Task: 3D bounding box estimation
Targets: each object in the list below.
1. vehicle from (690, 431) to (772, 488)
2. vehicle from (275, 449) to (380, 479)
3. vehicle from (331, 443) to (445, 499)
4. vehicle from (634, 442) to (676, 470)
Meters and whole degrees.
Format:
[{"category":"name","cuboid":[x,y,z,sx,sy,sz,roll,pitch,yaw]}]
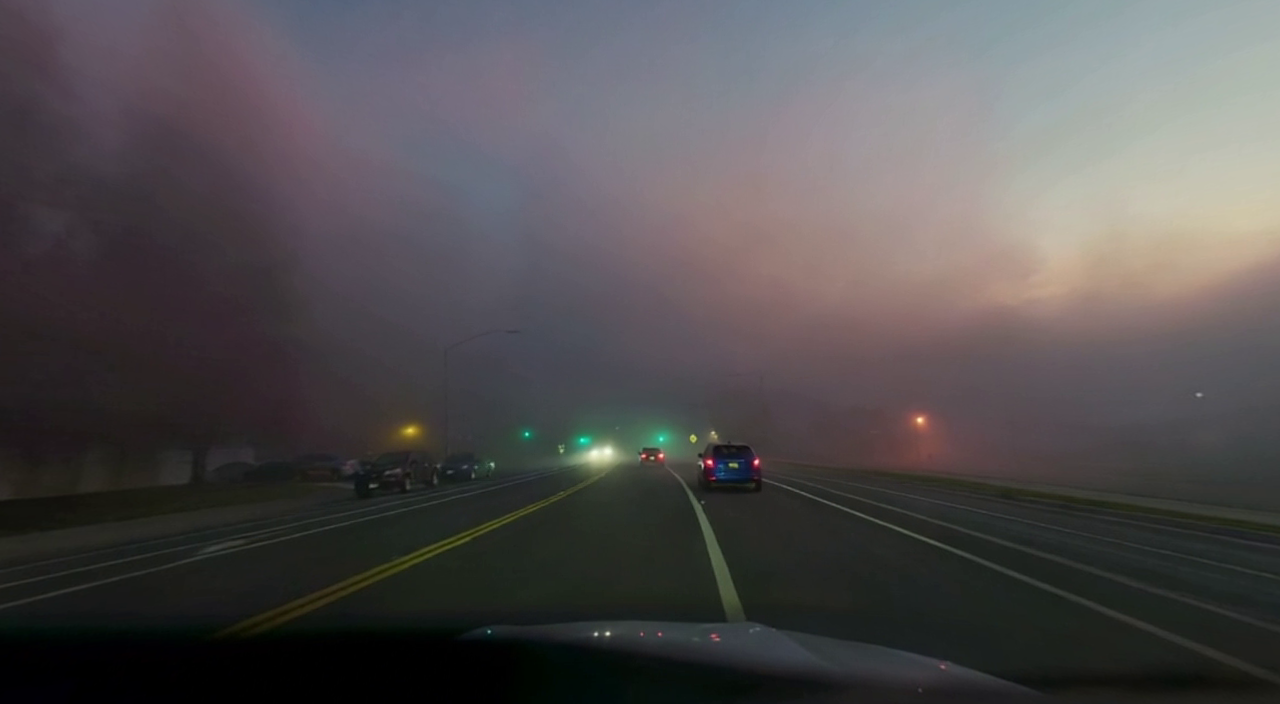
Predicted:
[{"category":"vehicle","cuboid":[3.017,3.686,22.006,2.200,1.763,4.676,0,-9,1]},{"category":"vehicle","cuboid":[-16.391,5.880,33.279,4.514,1.523,1.860,0,-9,2]},{"category":"vehicle","cuboid":[-9.023,4.258,23.091,2.188,1.813,4.478,0,-9,2]},{"category":"vehicle","cuboid":[0.772,5.816,35.408,2.196,1.449,4.006,0,-9,-1]}]
